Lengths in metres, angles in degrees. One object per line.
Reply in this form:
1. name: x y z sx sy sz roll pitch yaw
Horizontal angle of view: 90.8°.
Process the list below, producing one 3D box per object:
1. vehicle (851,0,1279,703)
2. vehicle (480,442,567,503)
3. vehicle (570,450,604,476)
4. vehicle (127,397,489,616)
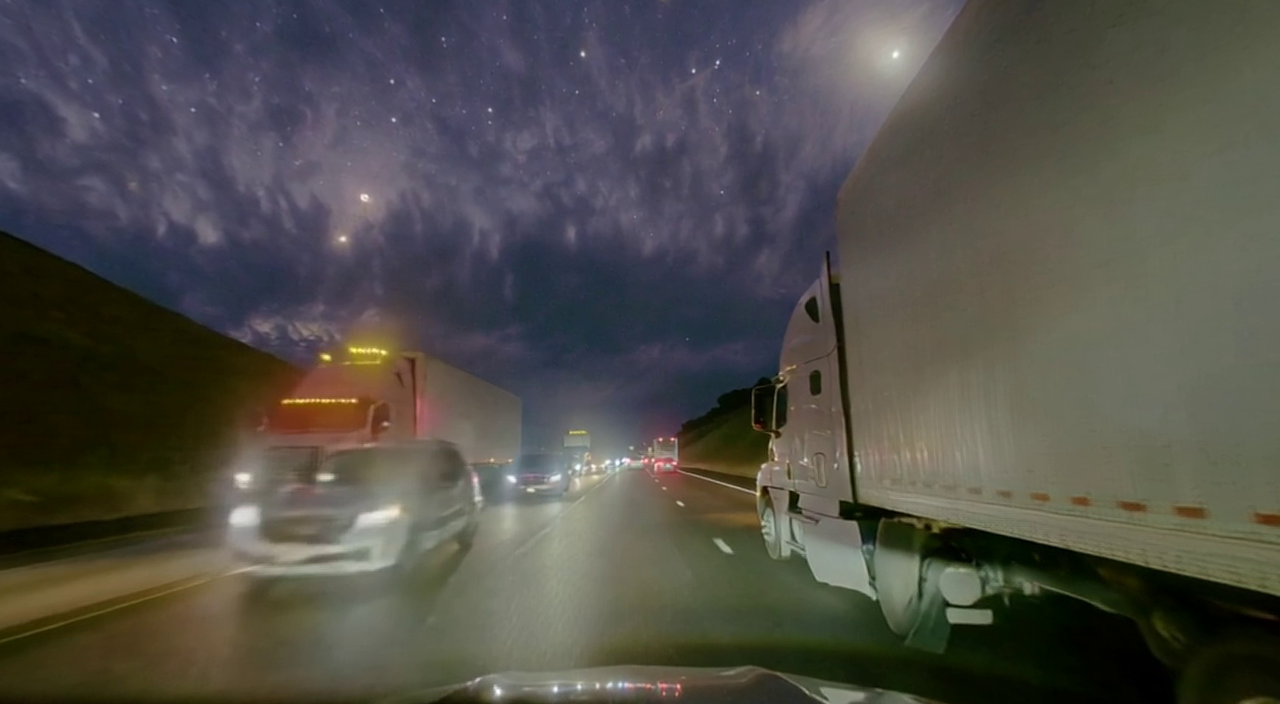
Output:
1. vehicle: 3.084 -0.168 1.412 2.959 3.973 5.928 0 -9 -1
2. vehicle: -3.788 4.011 21.426 2.088 1.800 4.543 0 -9 0
3. vehicle: -3.940 8.350 47.721 2.127 1.806 4.243 0 -9 0
4. vehicle: -3.357 1.655 7.589 2.088 1.860 4.164 0 -9 -1
